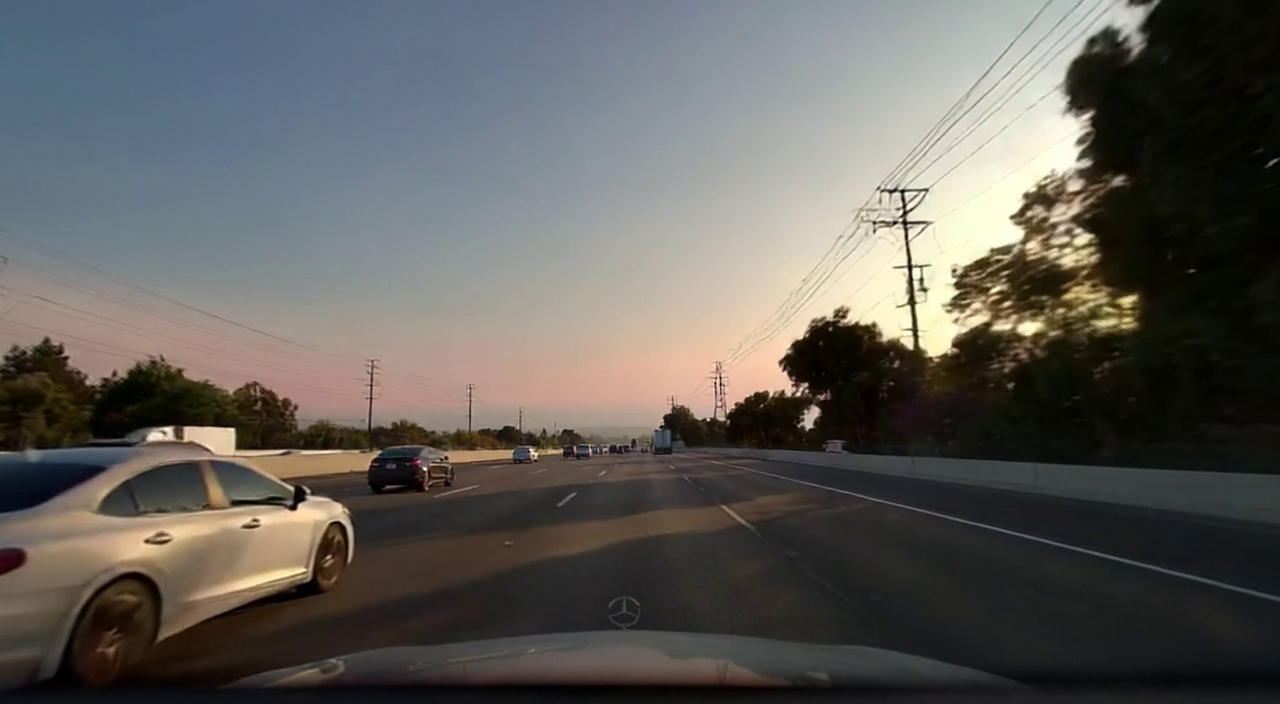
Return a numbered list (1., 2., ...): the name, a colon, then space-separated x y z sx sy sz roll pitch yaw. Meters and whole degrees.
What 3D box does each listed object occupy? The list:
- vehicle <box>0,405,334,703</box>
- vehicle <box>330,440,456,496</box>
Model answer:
1. vehicle: -3.693 1.035 2.893 2.045 1.532 4.954 0 -9 1
2. vehicle: -7.467 3.554 19.649 1.946 1.514 4.687 0 -9 1
